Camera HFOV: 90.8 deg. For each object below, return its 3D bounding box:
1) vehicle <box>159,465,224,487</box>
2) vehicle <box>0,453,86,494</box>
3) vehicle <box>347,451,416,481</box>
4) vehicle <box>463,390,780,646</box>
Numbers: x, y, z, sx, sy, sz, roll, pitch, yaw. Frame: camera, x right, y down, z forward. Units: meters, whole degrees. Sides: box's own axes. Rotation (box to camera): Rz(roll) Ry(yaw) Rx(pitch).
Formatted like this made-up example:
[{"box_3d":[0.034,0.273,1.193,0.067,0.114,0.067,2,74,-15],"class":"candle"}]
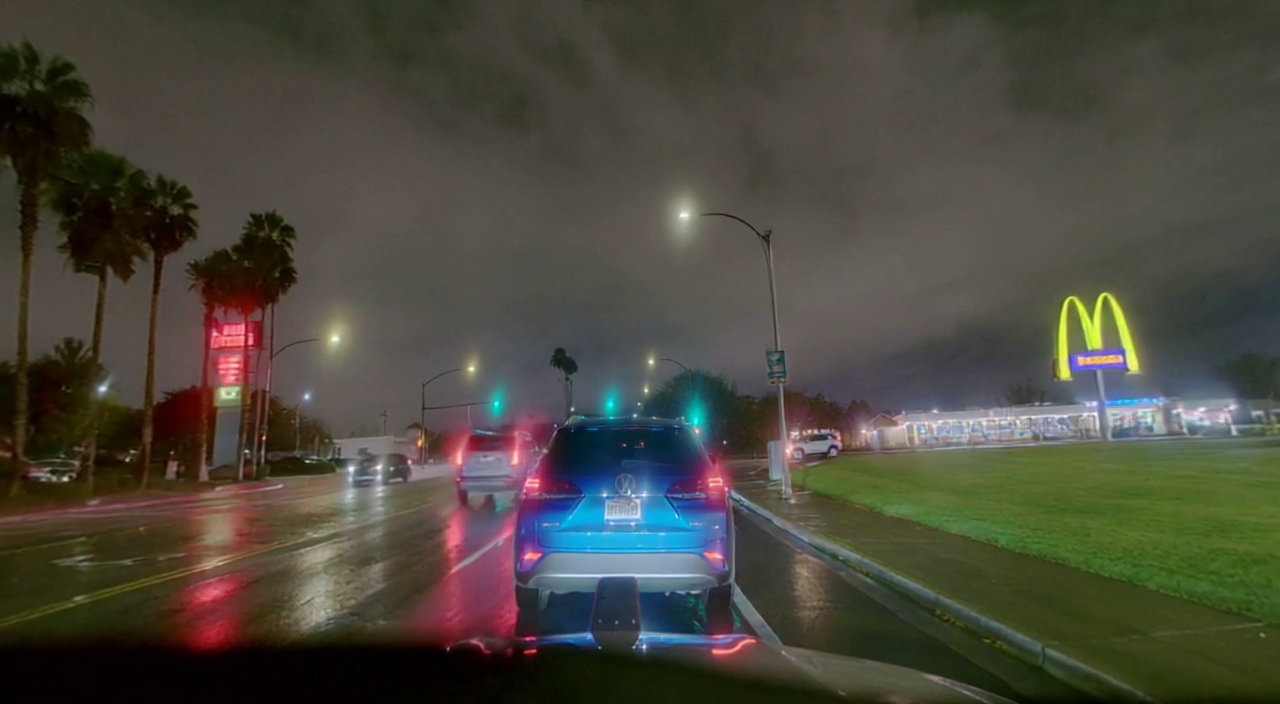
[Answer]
[{"box_3d":[-33.313,9.216,47.033,1.792,1.439,3.952,-1,-9,3],"class":"vehicle"},{"box_3d":[-28.119,5.416,28.206,4.584,1.714,2.186,4,-10,-27],"class":"vehicle"},{"box_3d":[-15.025,6.636,36.991,2.069,1.617,4.613,0,-9,0],"class":"vehicle"},{"box_3d":[-0.142,1.417,6.325,2.137,1.728,3.926,0,-9,-1],"class":"vehicle"}]
